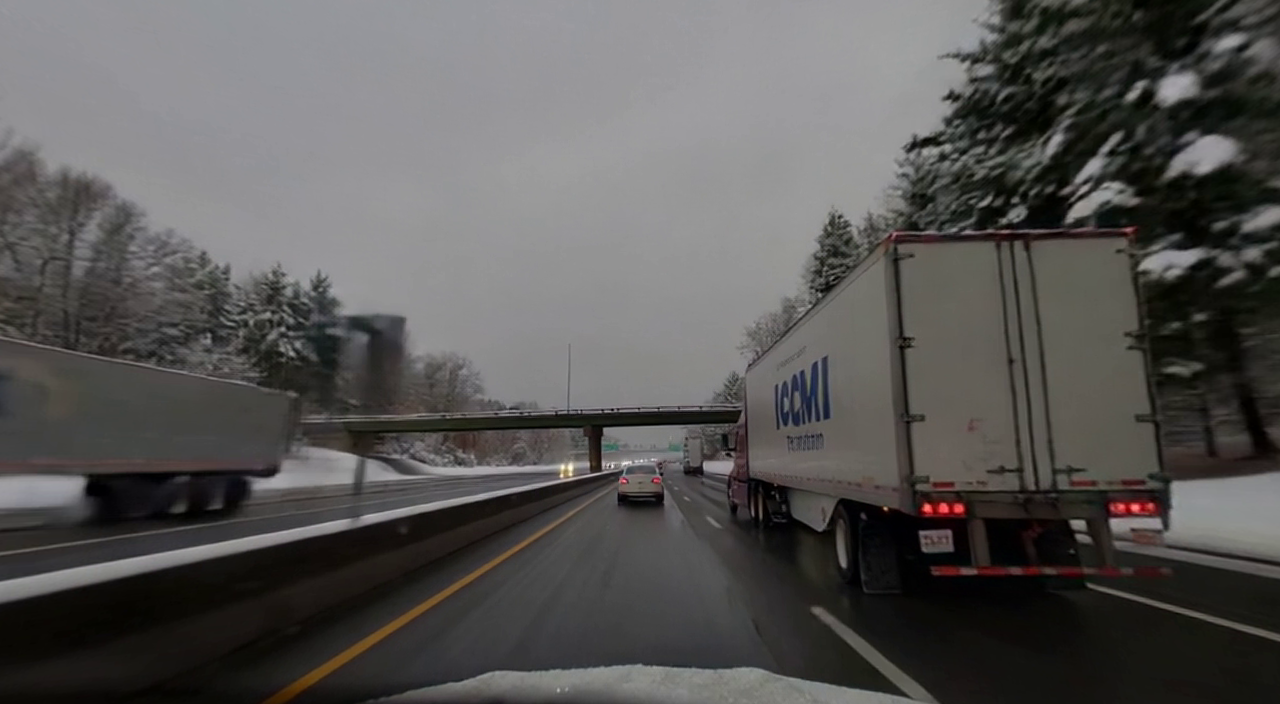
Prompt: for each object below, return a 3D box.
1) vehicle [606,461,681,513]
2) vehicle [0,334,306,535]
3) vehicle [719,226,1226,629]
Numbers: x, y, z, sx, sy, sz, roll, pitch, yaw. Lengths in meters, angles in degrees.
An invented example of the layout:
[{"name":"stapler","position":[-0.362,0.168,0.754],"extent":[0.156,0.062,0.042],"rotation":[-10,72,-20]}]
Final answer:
[{"name":"vehicle","position":[0.116,4.245,20.018],"extent":[2.156,1.444,3.762],"rotation":[1,-10,0]},{"name":"vehicle","position":[-13.373,1.829,13.366],"extent":[2.871,3.707,16.908],"rotation":[0,-11,2]},{"name":"vehicle","position":[4.375,2.182,14.763],"extent":[2.964,4.188,16.587],"rotation":[1,-10,0]}]
